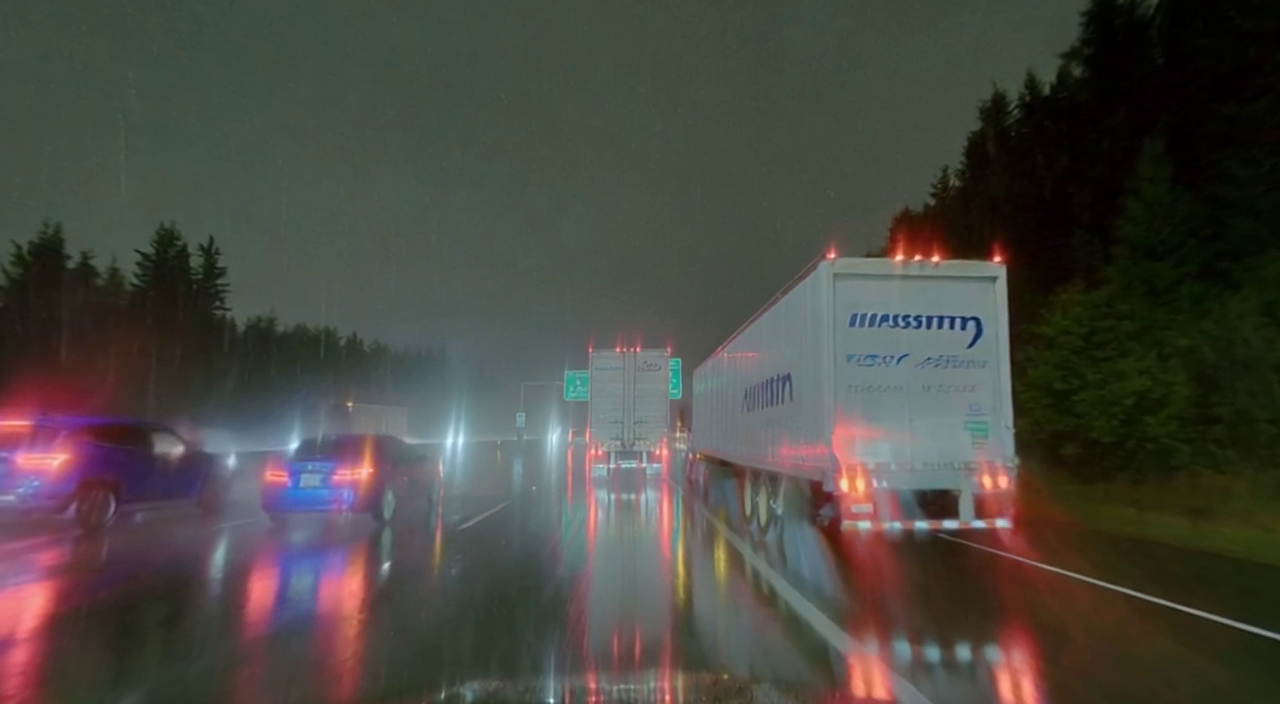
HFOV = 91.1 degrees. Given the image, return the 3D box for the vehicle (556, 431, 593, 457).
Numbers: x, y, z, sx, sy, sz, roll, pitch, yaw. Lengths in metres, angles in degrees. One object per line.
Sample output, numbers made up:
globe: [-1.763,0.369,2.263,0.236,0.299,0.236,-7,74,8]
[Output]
vehicle: [-4.376,6.211,42.685,2.104,1.653,4.302,0,-8,-1]

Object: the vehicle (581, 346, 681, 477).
vehicle: [-0.385,2.571,25.207,3.118,4.106,10.719,0,-8,-1]

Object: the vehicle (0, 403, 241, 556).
vehicle: [-7.994,1.666,8.926,1.990,1.654,4.129,0,-8,-1]

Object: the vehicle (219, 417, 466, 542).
vehicle: [-4.155,1.815,9.623,1.933,1.492,3.838,0,-8,-1]

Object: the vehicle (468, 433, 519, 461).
vehicle: [-8.526,5.525,36.921,1.976,1.510,4.604,0,-8,-1]
